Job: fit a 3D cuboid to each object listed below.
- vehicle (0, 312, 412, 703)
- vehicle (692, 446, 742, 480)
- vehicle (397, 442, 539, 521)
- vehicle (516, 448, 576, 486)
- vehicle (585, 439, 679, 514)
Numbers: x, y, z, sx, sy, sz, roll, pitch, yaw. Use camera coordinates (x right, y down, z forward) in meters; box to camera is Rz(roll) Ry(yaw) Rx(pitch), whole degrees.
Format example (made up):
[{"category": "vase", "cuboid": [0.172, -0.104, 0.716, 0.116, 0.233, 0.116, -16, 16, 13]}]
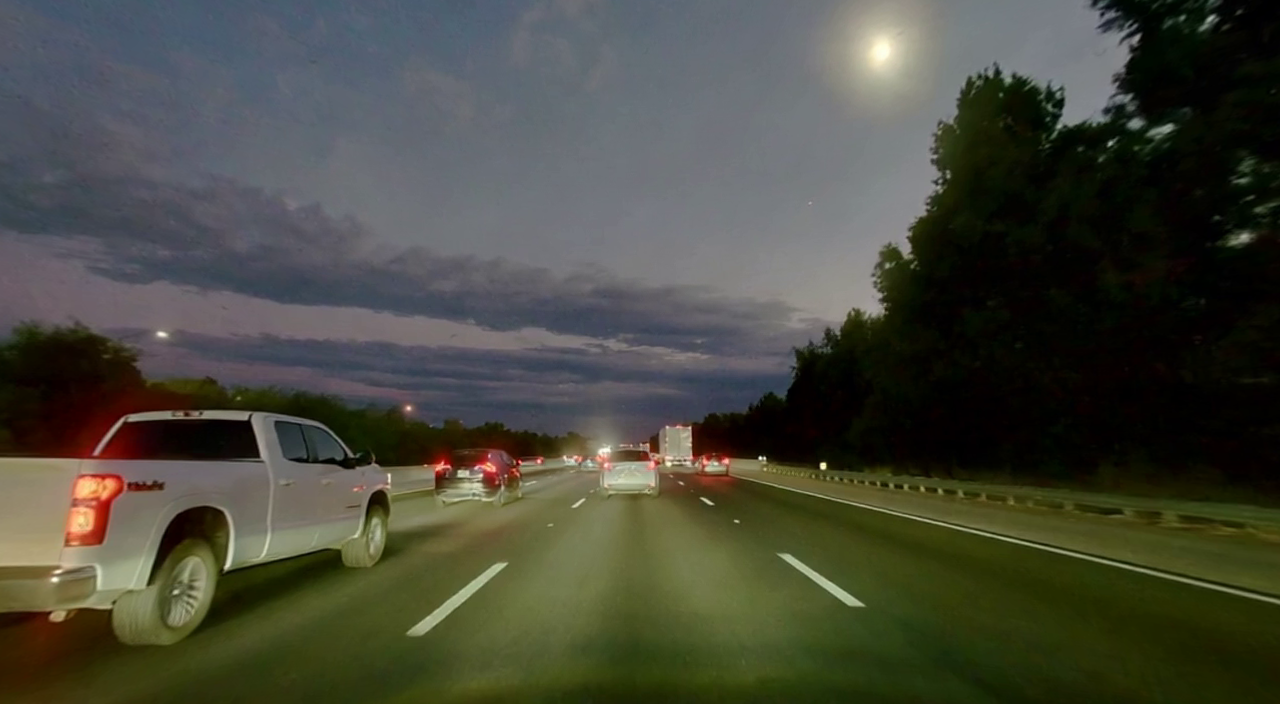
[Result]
[{"category": "vehicle", "cuboid": [-3.864, 1.146, 5.013, 2.243, 1.889, 4.949, 0, -9, 0]}, {"category": "vehicle", "cuboid": [3.743, 5.470, 31.352, 1.858, 1.537, 3.838, 0, -9, -2]}, {"category": "vehicle", "cuboid": [-3.707, 2.875, 14.531, 1.988, 1.501, 4.438, 0, -9, 0]}, {"category": "vehicle", "cuboid": [-3.928, 4.875, 27.125, 1.999, 1.484, 4.269, 0, -9, -1]}, {"category": "vehicle", "cuboid": [-0.181, 2.934, 15.199, 1.996, 1.574, 3.426, 0, -9, 0]}]
